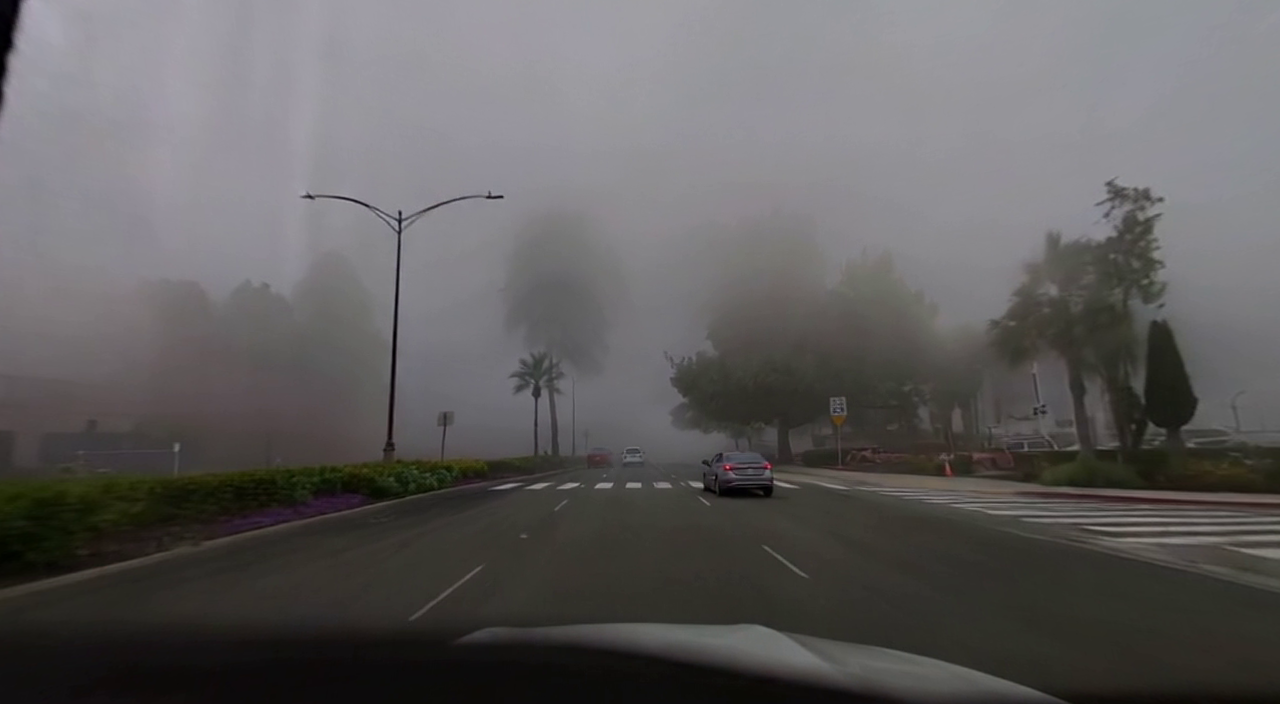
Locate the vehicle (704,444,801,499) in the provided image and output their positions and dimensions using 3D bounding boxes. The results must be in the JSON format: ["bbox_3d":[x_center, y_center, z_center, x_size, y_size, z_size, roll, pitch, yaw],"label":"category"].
[{"bbox_3d":[3.407,3.707,20.081,2.090,1.503,4.566,0,-9,-2],"label":"vehicle"}]

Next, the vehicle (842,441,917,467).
[{"bbox_3d":[15.697,6.691,41.510,4.091,1.605,2.017,0,-9,-2],"label":"vehicle"}]
